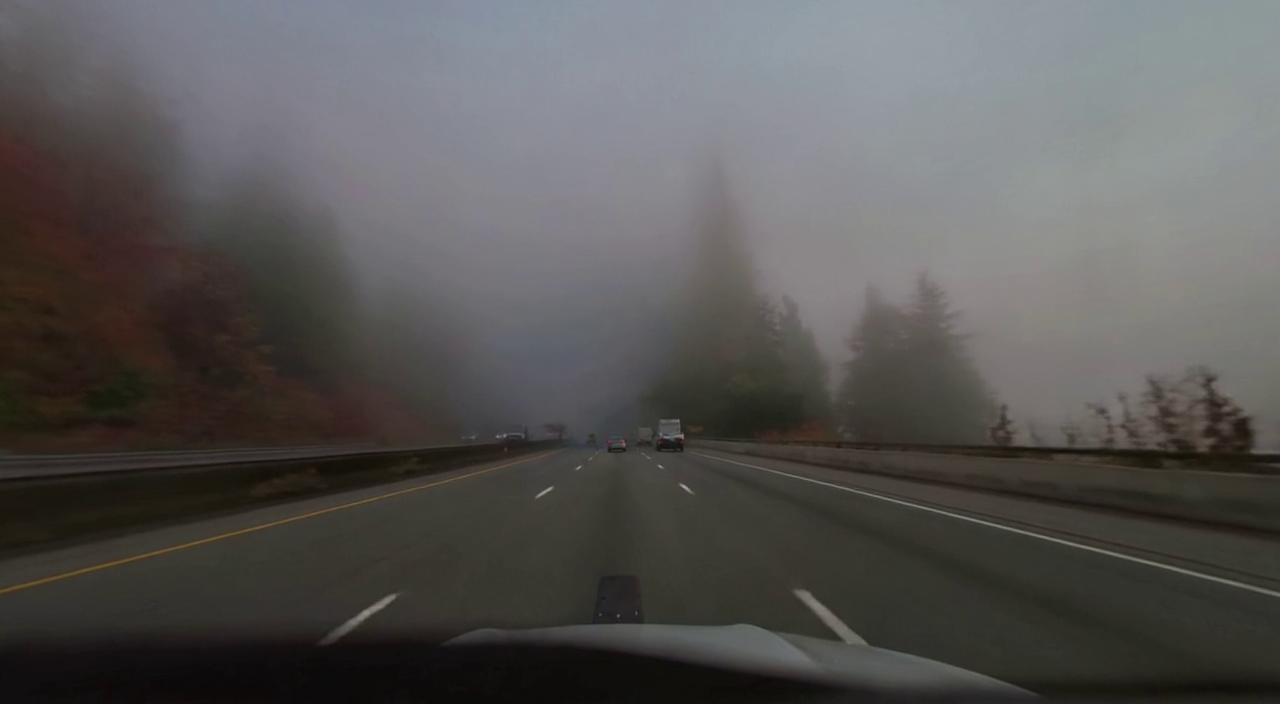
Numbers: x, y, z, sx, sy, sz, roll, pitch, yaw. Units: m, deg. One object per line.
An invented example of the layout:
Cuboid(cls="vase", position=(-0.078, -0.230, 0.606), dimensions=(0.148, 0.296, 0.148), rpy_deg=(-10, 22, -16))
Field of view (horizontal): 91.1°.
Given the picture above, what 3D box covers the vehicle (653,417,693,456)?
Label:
Cuboid(cls="vehicle", position=(2.290, 6.136, 45.622), dimensions=(2.411, 2.614, 5.781), rpy_deg=(0, -8, -1))
